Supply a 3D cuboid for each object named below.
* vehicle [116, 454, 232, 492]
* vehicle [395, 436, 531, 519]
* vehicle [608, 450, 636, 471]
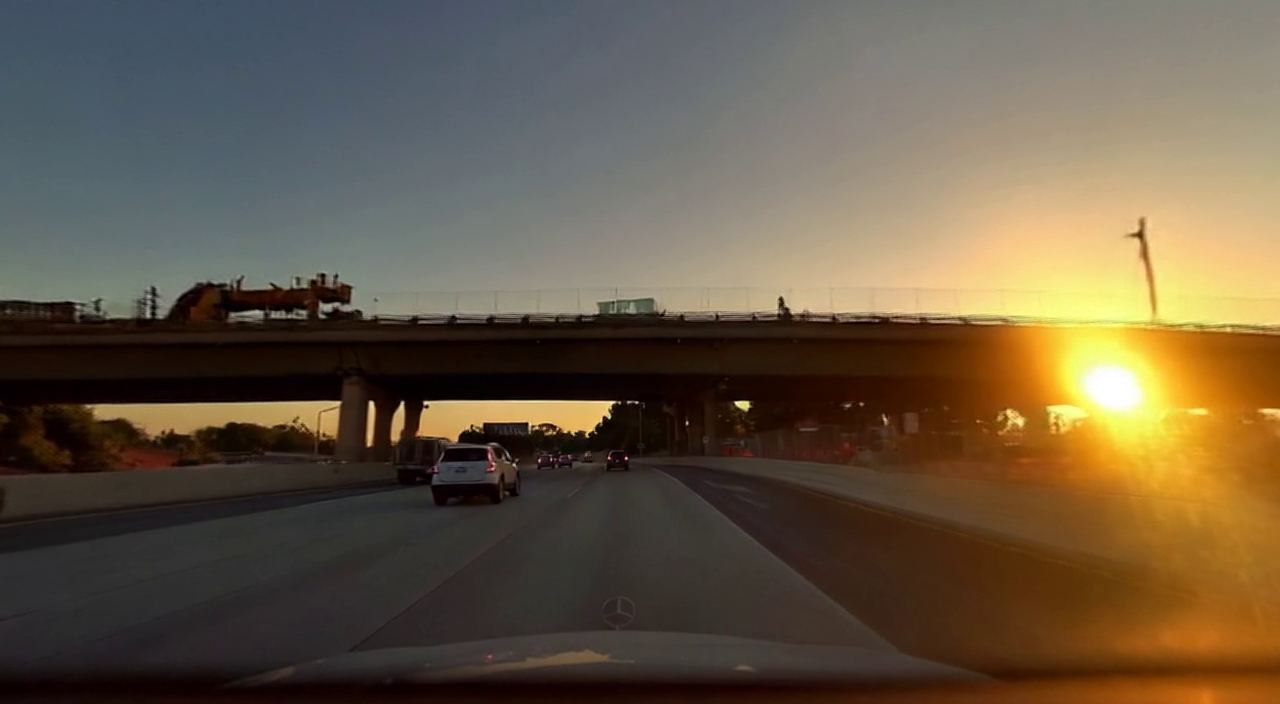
[{"bbox_3d":[-22.026,5.711,30.162,1.898,1.612,4.808,0,-8,-1],"label":"vehicle"},{"bbox_3d":[-3.939,2.847,14.902,2.024,1.655,4.192,0,-9,0],"label":"vehicle"},{"bbox_3d":[-1.403,8.113,47.387,2.051,1.459,4.092,0,-9,-3],"label":"vehicle"}]
